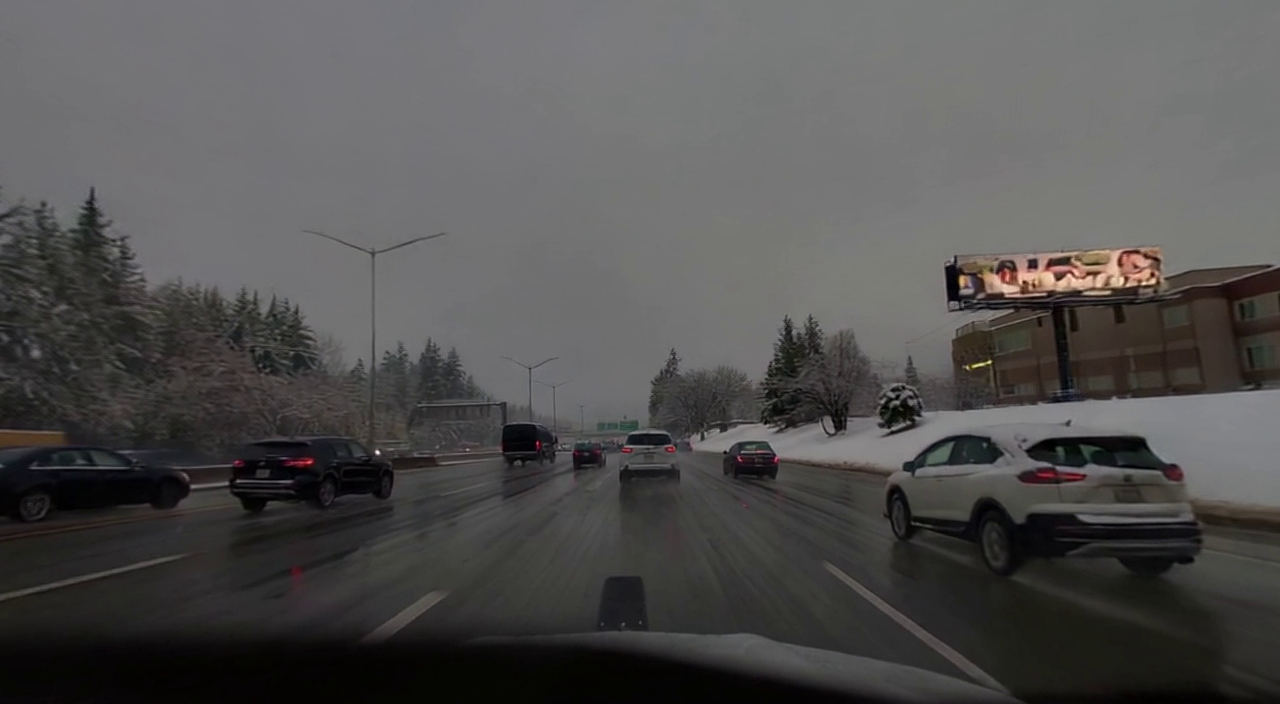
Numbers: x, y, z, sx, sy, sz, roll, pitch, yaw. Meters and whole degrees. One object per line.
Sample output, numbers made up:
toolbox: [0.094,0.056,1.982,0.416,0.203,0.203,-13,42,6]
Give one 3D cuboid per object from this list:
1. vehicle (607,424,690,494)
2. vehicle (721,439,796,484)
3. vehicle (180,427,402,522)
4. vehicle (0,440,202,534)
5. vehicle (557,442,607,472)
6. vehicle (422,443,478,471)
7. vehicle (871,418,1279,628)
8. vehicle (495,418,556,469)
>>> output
vehicle: [0.260,3.188,19.128,2.209,1.863,4.626,0,-8,1]
vehicle: [4.309,4.047,23.686,1.942,1.487,4.518,0,-8,0]
vehicle: [-6.956,2.466,13.295,2.021,1.632,4.417,0,-8,2]
vehicle: [-10.823,2.380,11.747,1.970,1.441,4.555,0,-8,1]
vehicle: [-2.992,5.524,33.429,2.079,1.499,4.512,0,-8,2]
vehicle: [-10.725,5.946,35.842,1.923,1.480,3.905,0,-8,1]
vehicle: [4.313,1.553,6.814,1.915,1.482,4.537,0,-8,0]
vehicle: [-6.889,5.645,38.921,2.358,2.817,7.055,0,-8,0]
